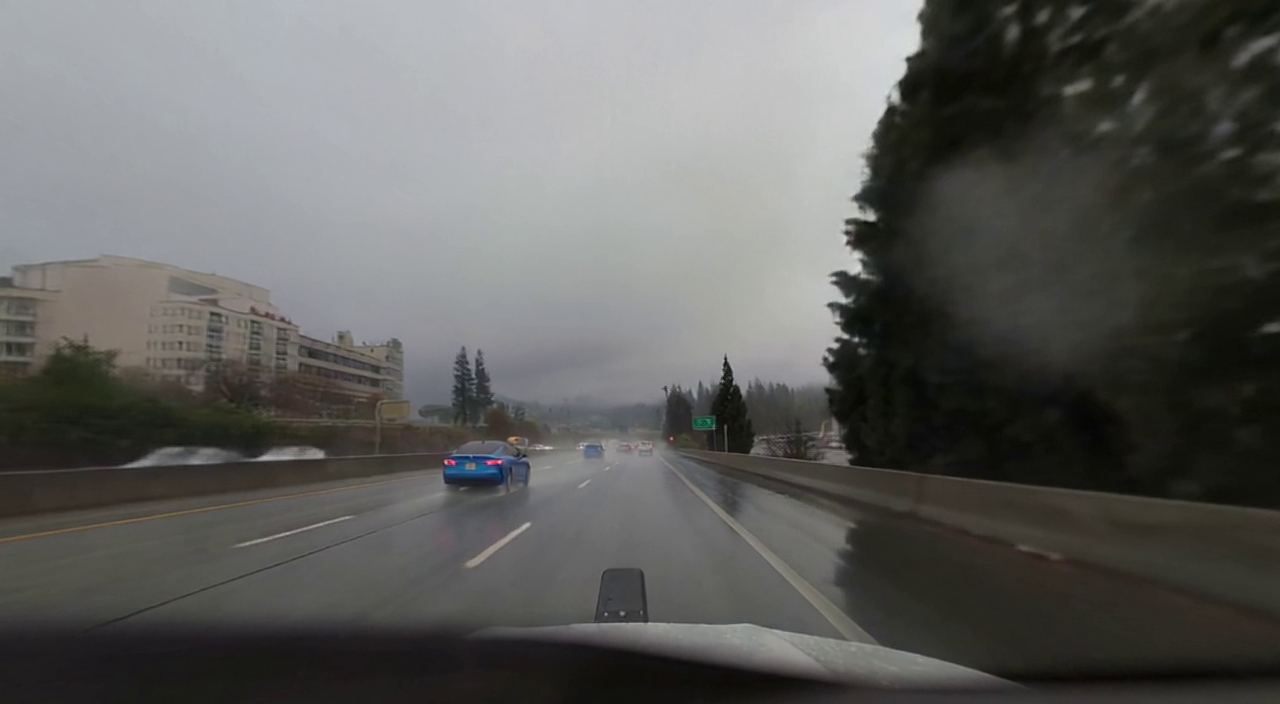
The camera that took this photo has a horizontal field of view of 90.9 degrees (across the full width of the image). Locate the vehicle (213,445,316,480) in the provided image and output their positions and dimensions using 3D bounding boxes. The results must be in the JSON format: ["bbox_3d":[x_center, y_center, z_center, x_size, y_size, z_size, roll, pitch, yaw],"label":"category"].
[{"bbox_3d":[-17.395,5.098,29.523,1.978,1.510,4.462,0,-8,1],"label":"vehicle"}]

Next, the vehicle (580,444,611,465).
[{"bbox_3d":[-3.288,7.601,46.932,1.926,1.464,4.186,0,-8,1],"label":"vehicle"}]

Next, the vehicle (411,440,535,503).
[{"bbox_3d":[-4.314,3.148,17.111,2.083,1.471,4.350,0,-8,1],"label":"vehicle"}]

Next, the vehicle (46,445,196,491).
[{"bbox_3d":[-21.185,4.732,26.105,2.012,1.688,4.869,0,-8,0],"label":"vehicle"}]
